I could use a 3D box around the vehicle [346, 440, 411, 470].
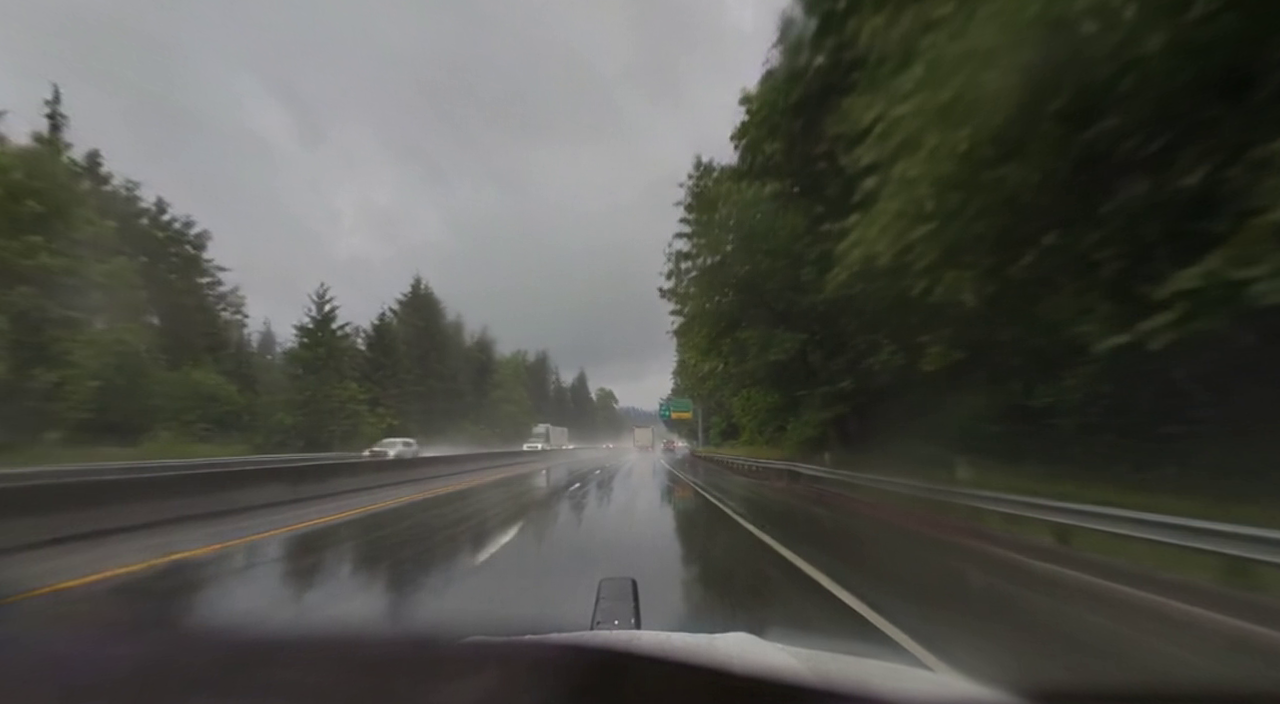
[{"bbox_3d":[-14.721,5.784,35.660,1.947,1.587,4.035,-1,-8,0],"label":"vehicle"}]
